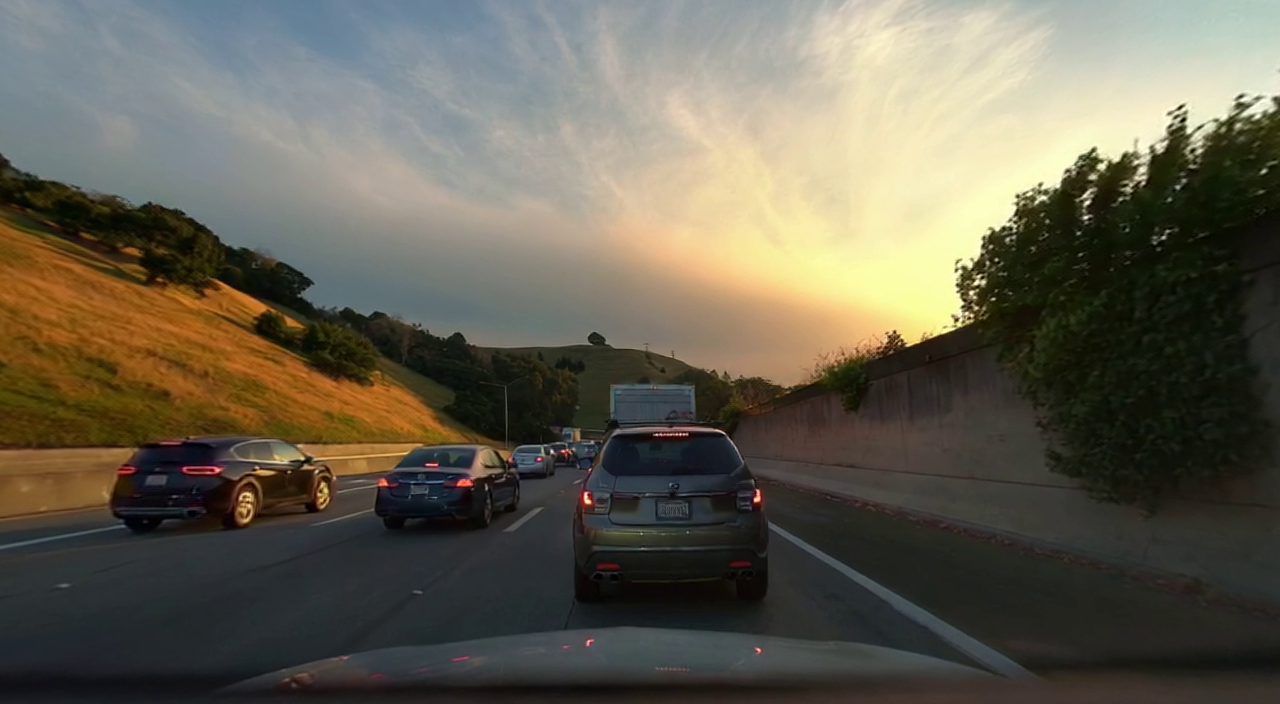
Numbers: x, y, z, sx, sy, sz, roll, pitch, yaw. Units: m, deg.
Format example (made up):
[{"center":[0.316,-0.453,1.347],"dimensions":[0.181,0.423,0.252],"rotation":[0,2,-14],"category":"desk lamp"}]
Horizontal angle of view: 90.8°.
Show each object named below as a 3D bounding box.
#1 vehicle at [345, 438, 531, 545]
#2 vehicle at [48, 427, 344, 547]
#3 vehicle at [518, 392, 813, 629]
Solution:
[{"center":[-3.242,2.313,11.070],"dimensions":[1.917,1.506,3.949],"rotation":[0,-9,1],"category":"vehicle"},{"center":[-7.487,2.297,11.422],"dimensions":[1.986,1.700,4.558],"rotation":[0,-9,0],"category":"vehicle"},{"center":[0.155,1.596,7.474],"dimensions":[2.210,1.760,5.303],"rotation":[0,-9,-1],"category":"vehicle"}]
